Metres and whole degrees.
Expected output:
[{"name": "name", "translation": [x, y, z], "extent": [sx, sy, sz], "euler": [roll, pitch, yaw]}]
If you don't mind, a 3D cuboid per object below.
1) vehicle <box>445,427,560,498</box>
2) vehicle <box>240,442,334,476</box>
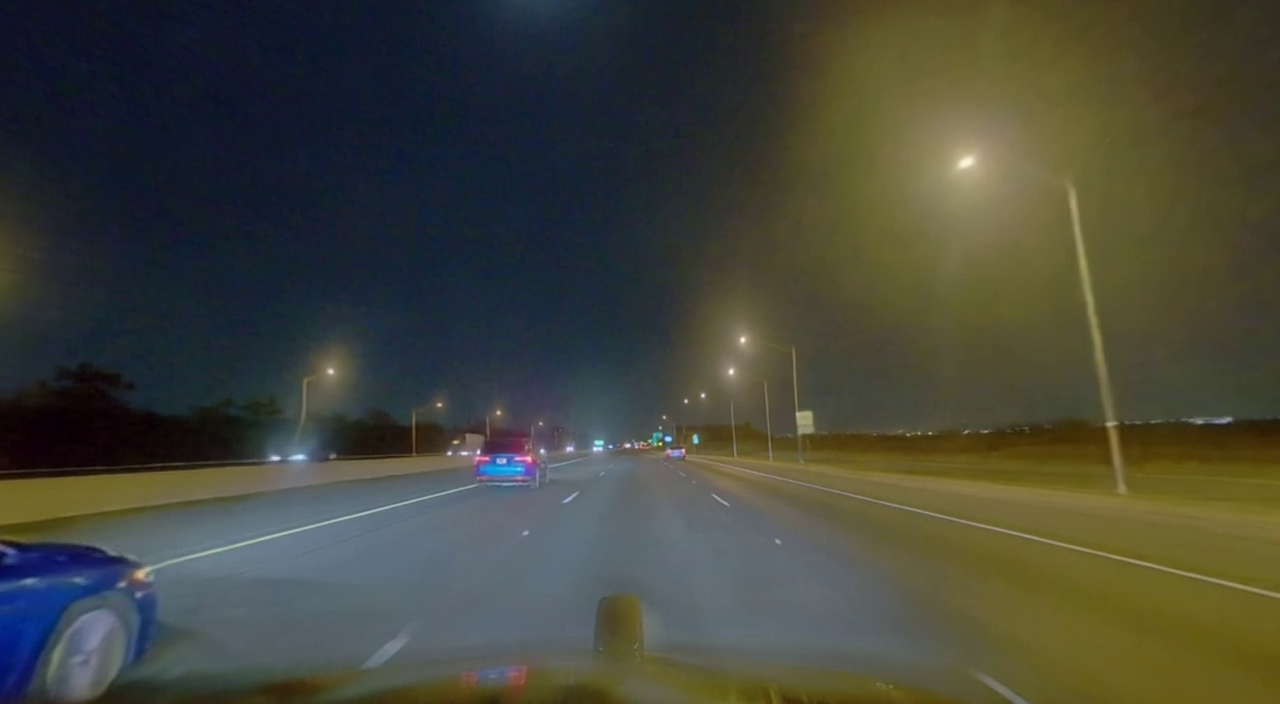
[{"name": "vehicle", "translation": [-3.795, 3.191, 18.593], "extent": [2.205, 1.773, 5.124], "euler": [0, -9, 0]}, {"name": "vehicle", "translation": [-18.831, 5.717, 34.012], "extent": [2.110, 1.695, 5.087], "euler": [0, -9, 0]}]
